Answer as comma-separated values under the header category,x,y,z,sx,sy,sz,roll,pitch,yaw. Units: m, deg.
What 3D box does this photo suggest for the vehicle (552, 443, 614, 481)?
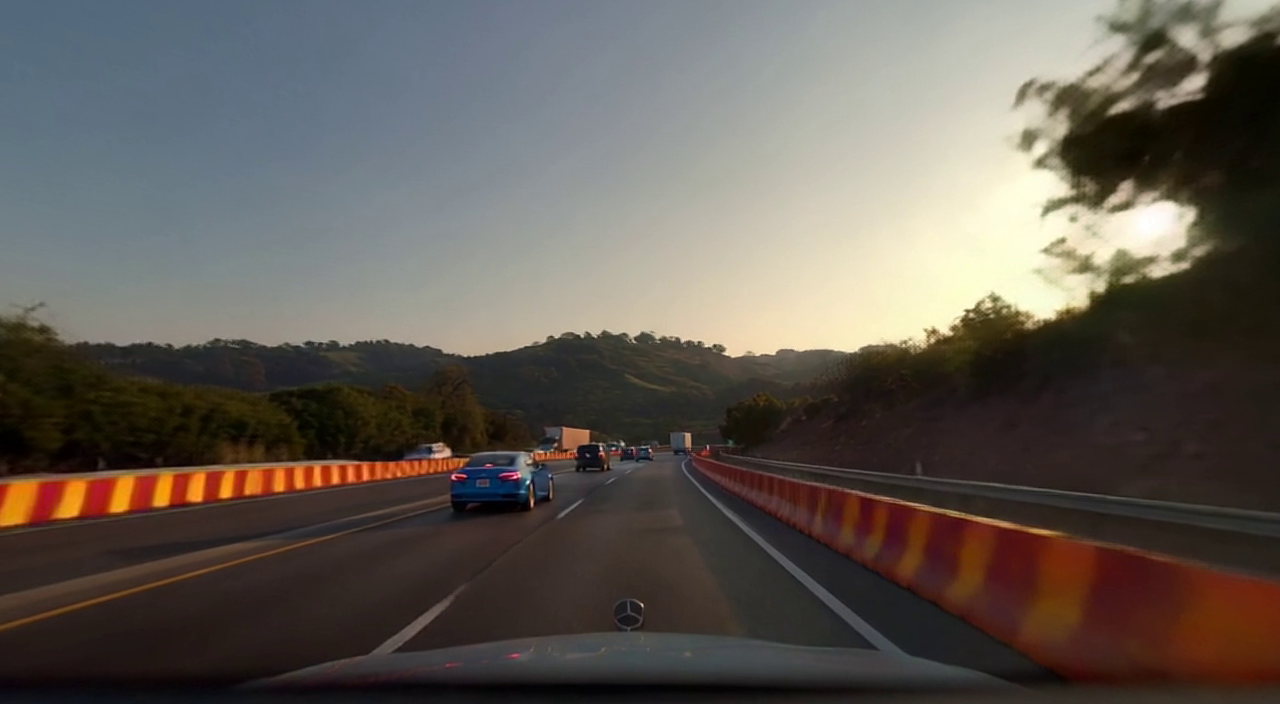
category,x,y,z,sx,sy,sz,roll,pitch,yaw
vehicle,-2.319,4.669,26.958,2.094,1.480,4.124,0,-9,3

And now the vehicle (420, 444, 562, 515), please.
category,x,y,z,sx,sy,sz,roll,pitch,yaw
vehicle,-3.075,2.737,13.974,2.061,1.330,3.928,0,-9,2
